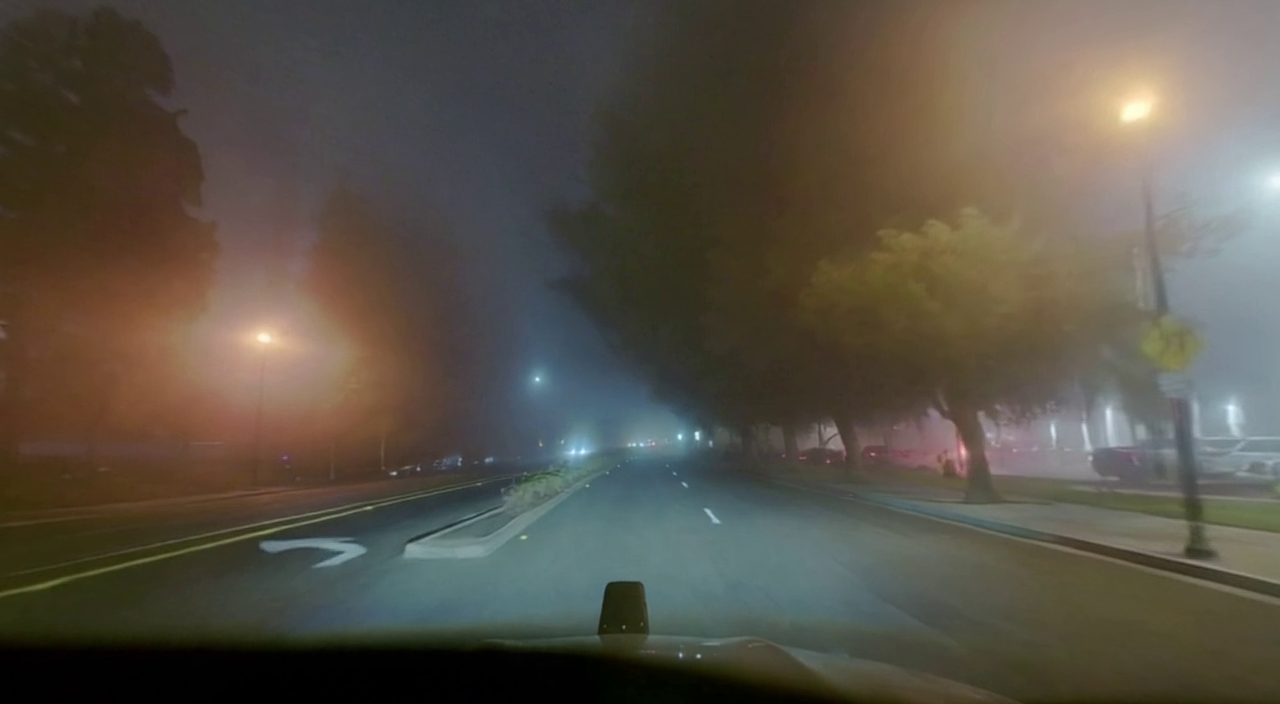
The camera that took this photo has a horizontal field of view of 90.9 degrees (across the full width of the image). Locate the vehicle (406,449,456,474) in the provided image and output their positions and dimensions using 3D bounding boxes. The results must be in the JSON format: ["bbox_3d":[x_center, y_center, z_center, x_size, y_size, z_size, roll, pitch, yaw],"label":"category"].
[{"bbox_3d":[-13.864,7.283,42.087,1.816,1.567,3.957,-1,-8,3],"label":"vehicle"}]

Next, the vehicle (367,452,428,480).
[{"bbox_3d":[-13.949,6.568,36.541,1.835,1.434,4.325,0,-8,0],"label":"vehicle"}]
